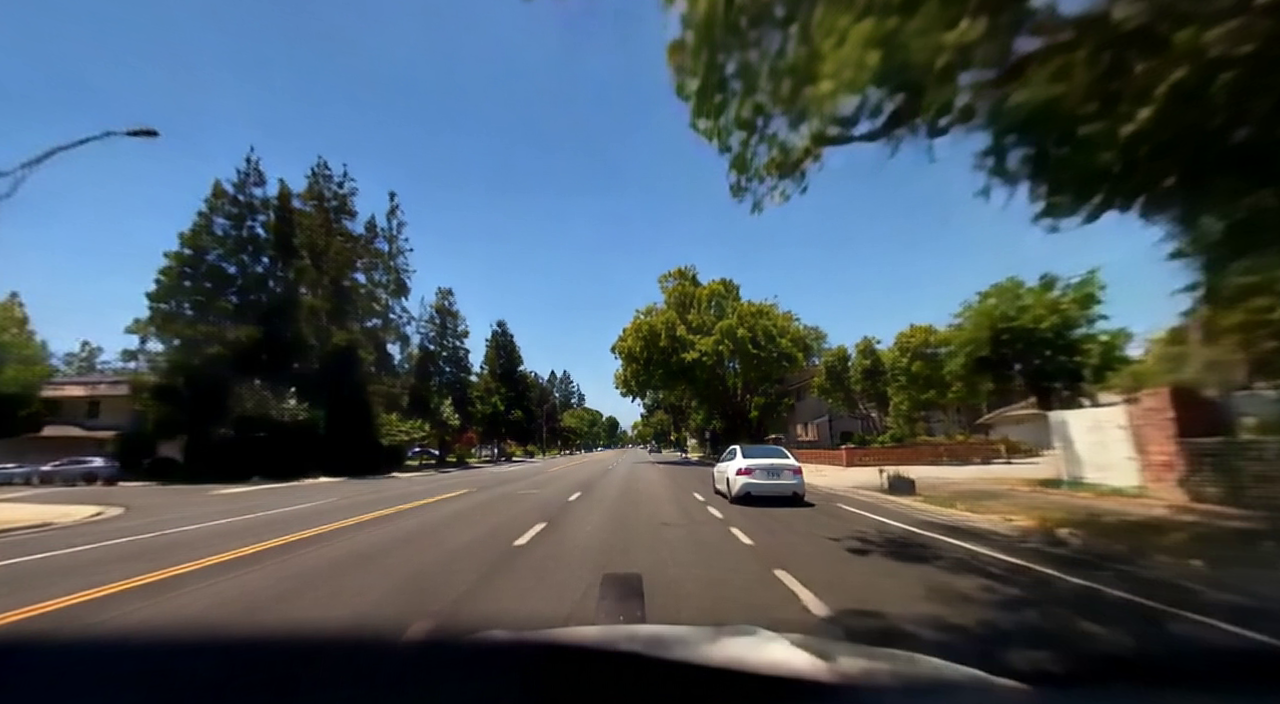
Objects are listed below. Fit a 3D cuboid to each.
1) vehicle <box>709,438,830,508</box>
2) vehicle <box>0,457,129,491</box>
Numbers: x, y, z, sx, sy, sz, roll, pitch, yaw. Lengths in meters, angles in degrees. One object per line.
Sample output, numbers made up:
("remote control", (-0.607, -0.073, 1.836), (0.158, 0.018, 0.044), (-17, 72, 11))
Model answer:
("vehicle", (3.057, 2.955, 15.949), (2.057, 1.493, 4.225), (0, -8, -1))
("vehicle", (-29.375, 6.193, 32.287), (4.917, 1.598, 1.937), (-1, -8, 4))
